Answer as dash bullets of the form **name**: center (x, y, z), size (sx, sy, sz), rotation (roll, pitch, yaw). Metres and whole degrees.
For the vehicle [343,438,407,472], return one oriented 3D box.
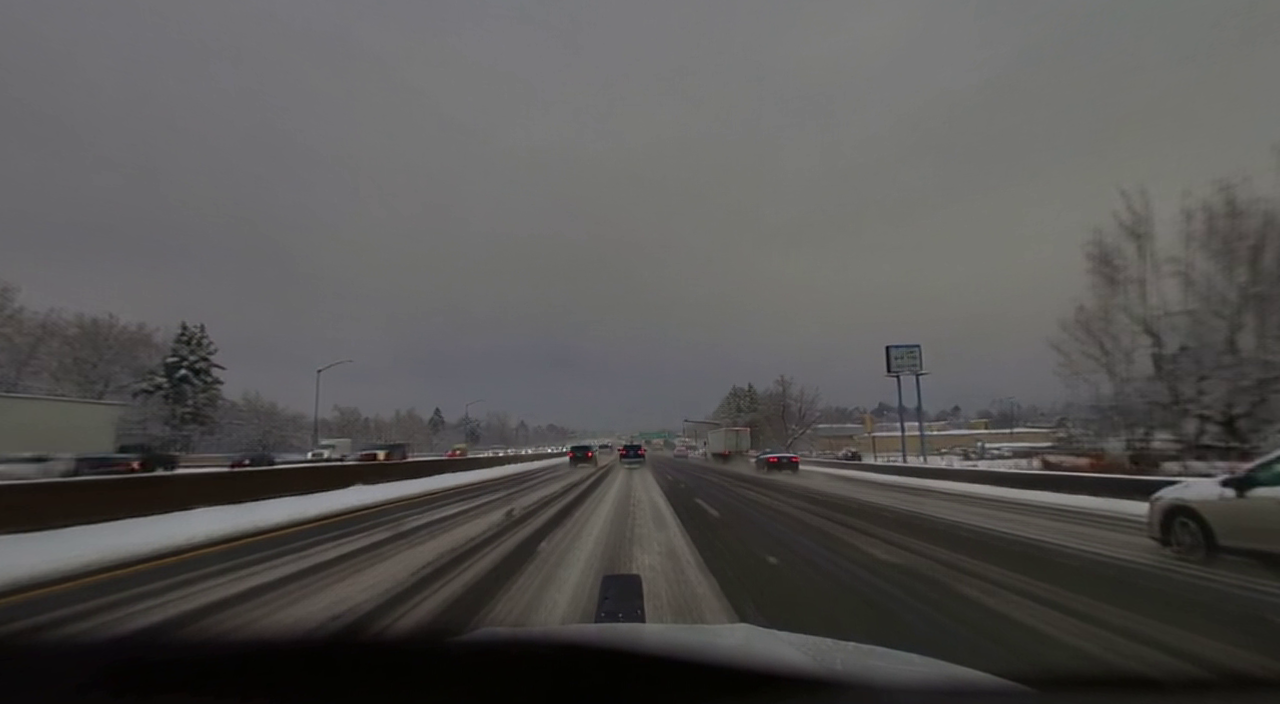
- **vehicle**: center (-14.093, 5.465, 33.786), size (1.715, 1.682, 3.811), rotation (0, -9, 1)

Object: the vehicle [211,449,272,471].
- **vehicle**: center (-29.201, 7.926, 46.410), size (1.774, 1.505, 4.029), rotation (0, -9, 0)

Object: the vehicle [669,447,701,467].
- **vehicle**: center (3.086, 7.262, 43.894), size (1.816, 1.353, 3.809), rotation (0, -8, -1)

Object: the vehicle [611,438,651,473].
- **vehicle**: center (-0.442, 5.554, 34.072), size (2.002, 1.759, 4.658), rotation (0, -8, 0)

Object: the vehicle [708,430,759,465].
- **vehicle**: center (6.957, 7.240, 47.936), size (2.790, 2.473, 6.815), rotation (0, -8, 0)

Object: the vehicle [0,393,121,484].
- **vehicle**: center (-29.318, 3.494, 25.574), size (2.848, 3.915, 16.523), rotation (0, -9, 0)

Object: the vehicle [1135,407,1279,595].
- **vehicle**: center (6.706, 1.249, 5.124), size (1.944, 1.666, 4.184), rotation (0, -9, 0)

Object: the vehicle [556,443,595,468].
- **vehicle**: center (-4.359, 7.121, 43.553), size (2.126, 1.631, 4.643), rotation (0, -8, 1)

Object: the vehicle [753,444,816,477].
- **vehicle**: center (6.795, 5.120, 30.104), size (1.879, 1.428, 4.402), rotation (0, -9, -1)
